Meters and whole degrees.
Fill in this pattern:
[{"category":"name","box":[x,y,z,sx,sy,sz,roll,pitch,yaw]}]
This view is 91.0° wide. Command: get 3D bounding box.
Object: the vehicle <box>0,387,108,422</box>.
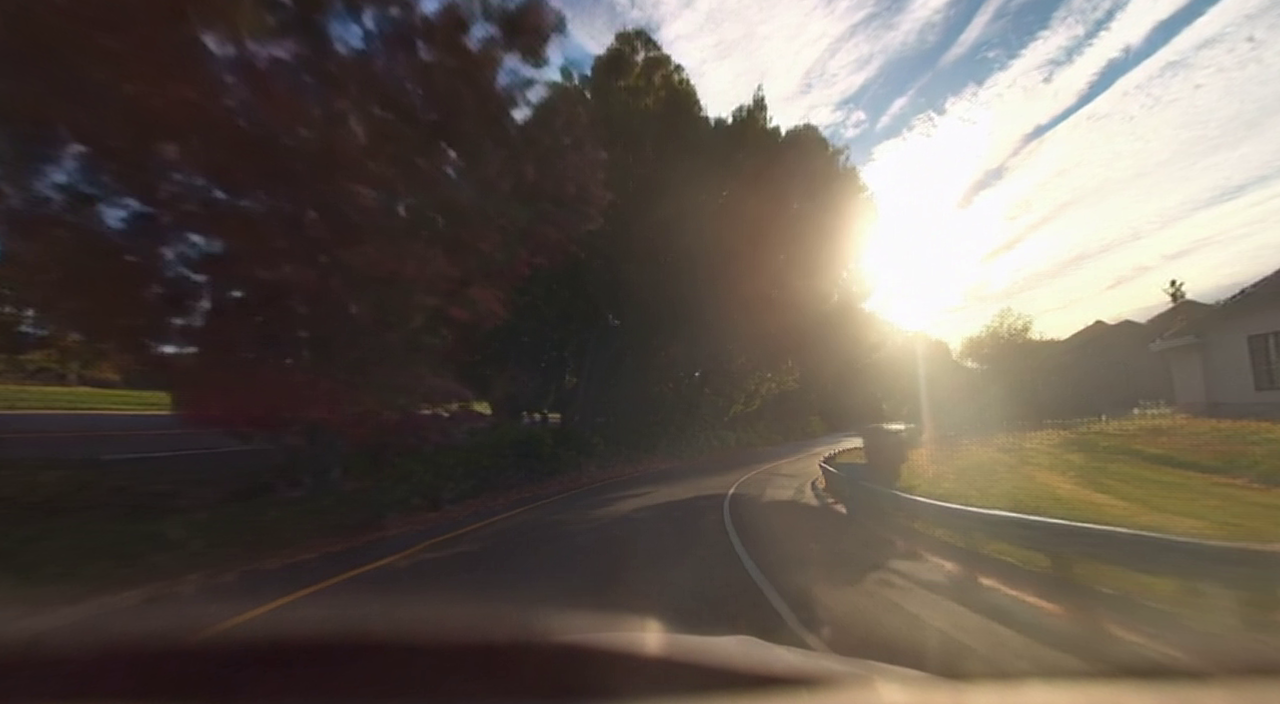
[{"category":"vehicle","box":[-38.993,3.497,41.299,2.424,2.051,5.709,-7,-9,33]}]
